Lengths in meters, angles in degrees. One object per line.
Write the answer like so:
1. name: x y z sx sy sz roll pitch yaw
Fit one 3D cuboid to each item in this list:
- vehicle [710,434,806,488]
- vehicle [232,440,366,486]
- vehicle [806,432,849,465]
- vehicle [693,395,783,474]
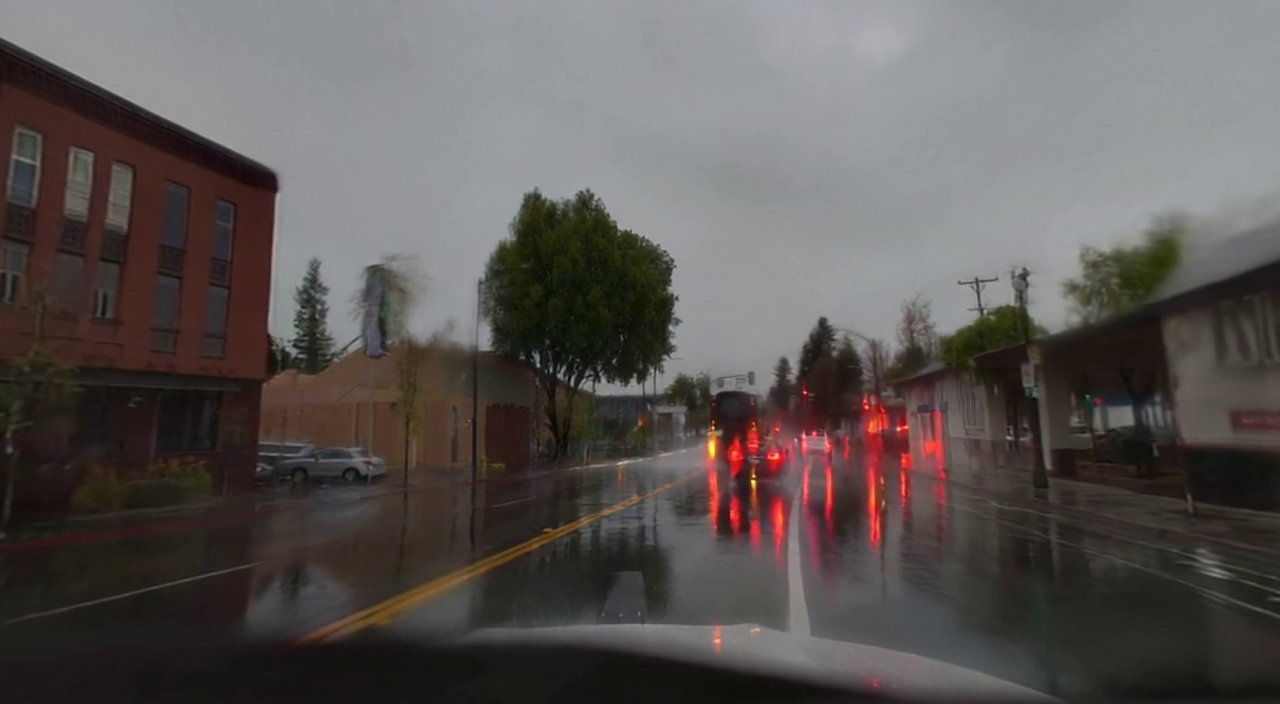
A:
1. vehicle: 3.587 3.419 20.057 2.159 1.506 4.086 1 -8 -2
2. vehicle: -13.588 4.415 25.297 4.397 1.698 1.932 -2 -9 12
3. vehicle: 11.997 6.151 40.254 2.110 1.942 4.376 -3 -9 22
4. vehicle: 5.475 4.374 32.757 2.977 3.271 12.748 -2 -9 16
